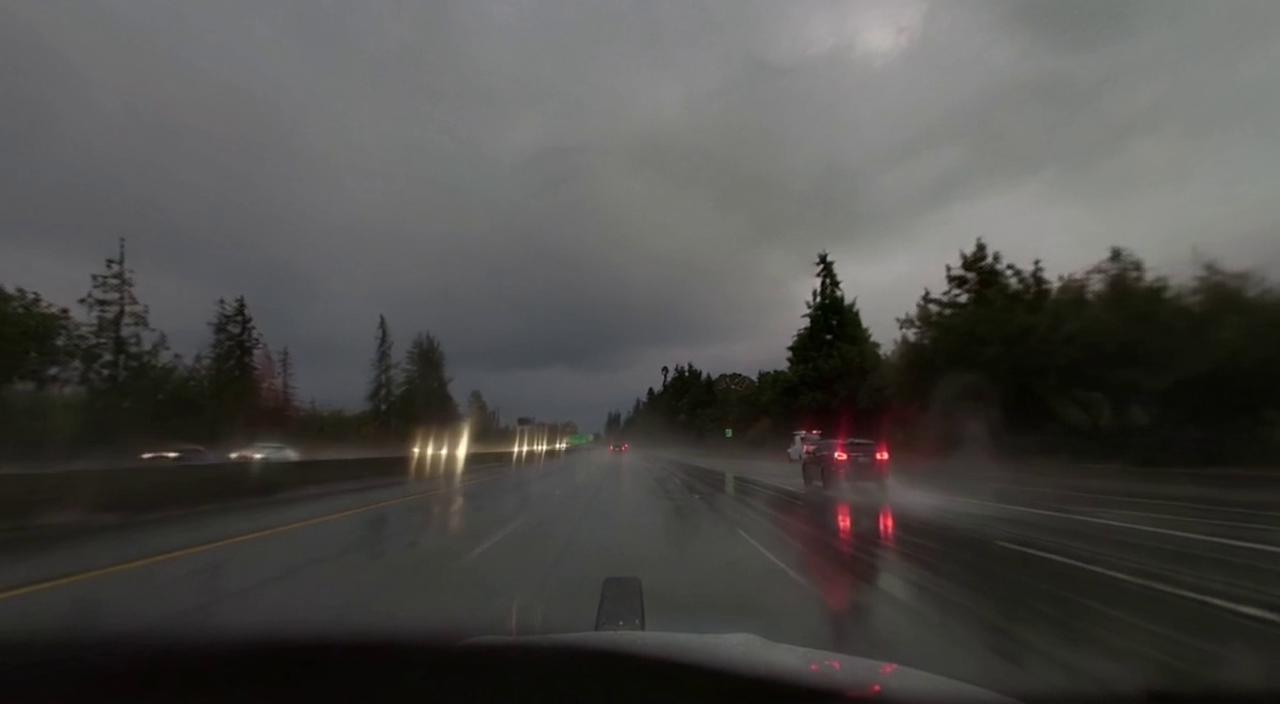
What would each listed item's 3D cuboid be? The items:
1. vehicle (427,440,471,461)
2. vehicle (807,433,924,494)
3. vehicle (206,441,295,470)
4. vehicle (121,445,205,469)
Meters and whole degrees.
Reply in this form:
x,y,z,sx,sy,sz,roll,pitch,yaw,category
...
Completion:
x,y,z,sx,sy,sz,roll,pitch,yaw,category
-14.909,7.737,49.568,2.089,1.559,4.558,0,-9,-1,vehicle
6.864,3.431,19.757,2.081,1.705,3.926,0,-9,-2,vehicle
-21.374,5.713,34.956,1.932,1.492,4.771,0,-9,-1,vehicle
-29.832,6.568,39.714,1.808,1.445,4.514,0,-9,-1,vehicle
